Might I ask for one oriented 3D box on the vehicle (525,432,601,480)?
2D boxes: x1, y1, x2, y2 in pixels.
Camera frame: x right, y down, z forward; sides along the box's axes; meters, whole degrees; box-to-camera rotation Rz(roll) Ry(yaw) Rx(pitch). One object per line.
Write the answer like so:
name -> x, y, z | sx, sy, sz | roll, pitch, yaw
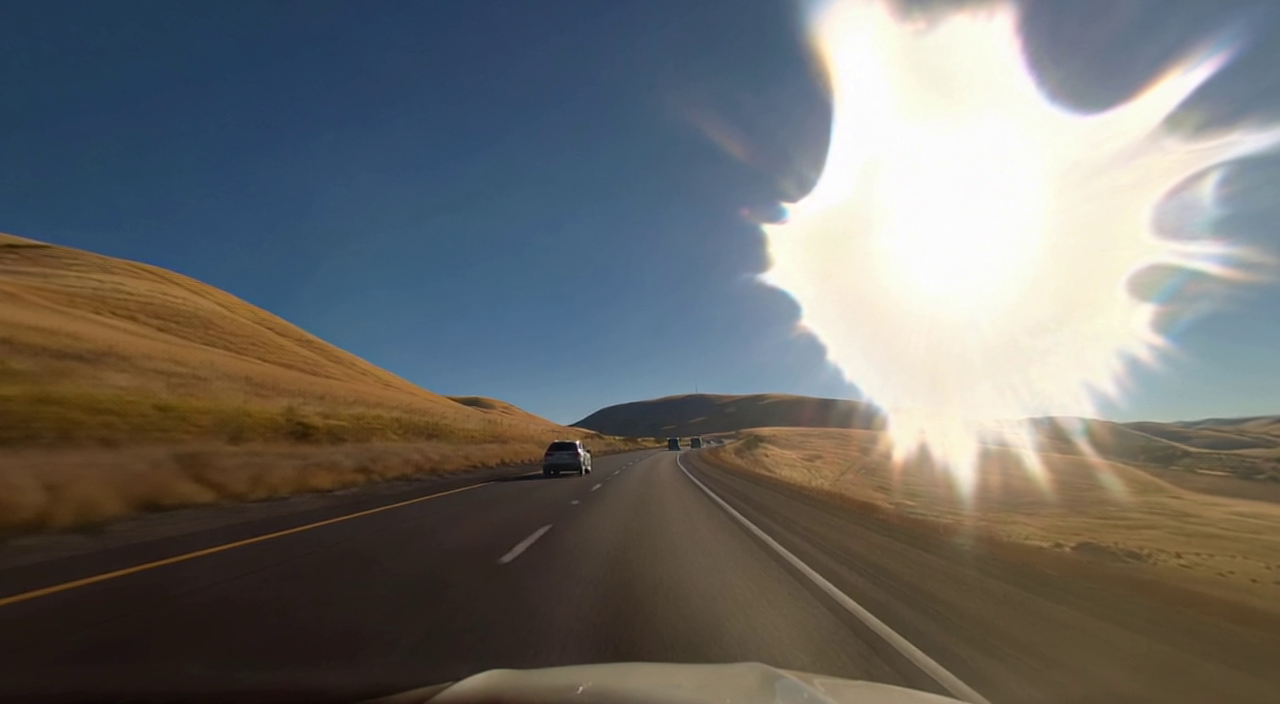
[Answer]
vehicle -> -2.923, 4.107, 25.203 | 2.252, 1.743, 4.560 | -1, -8, 3
